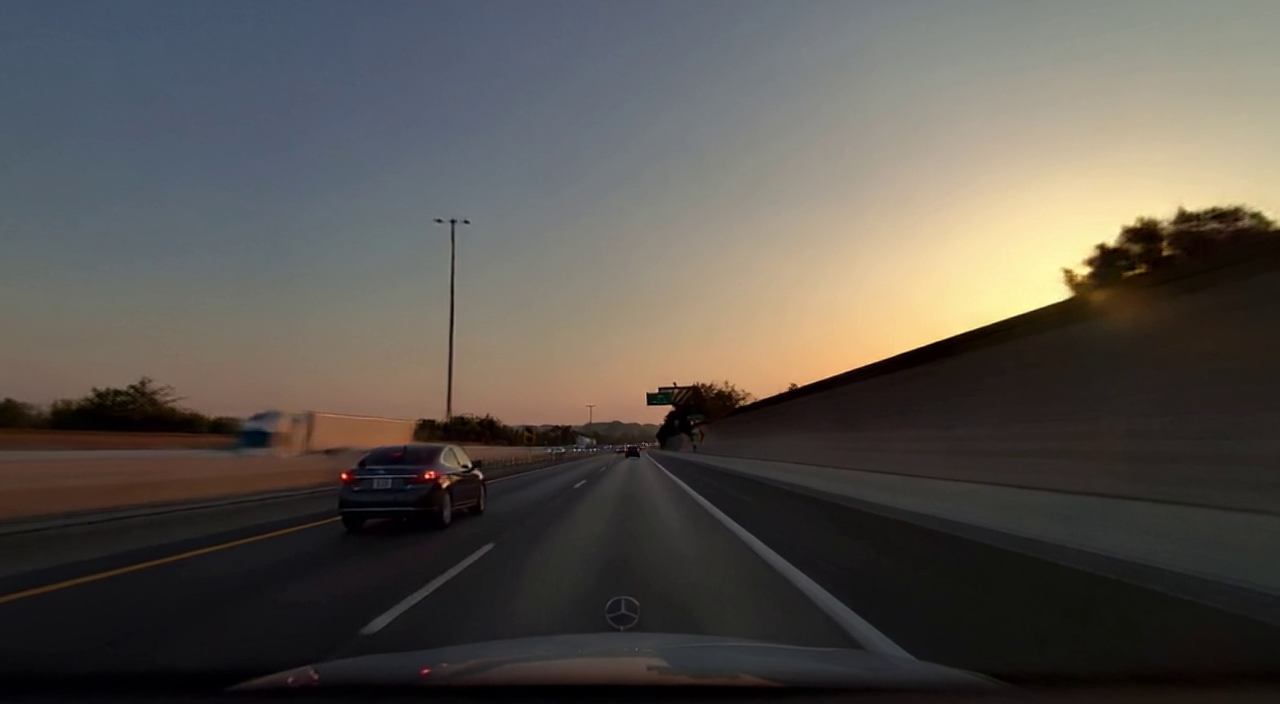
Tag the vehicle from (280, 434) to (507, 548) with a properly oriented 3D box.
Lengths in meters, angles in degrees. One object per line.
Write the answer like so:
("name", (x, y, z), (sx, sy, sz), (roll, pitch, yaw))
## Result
("vehicle", (-3.919, 2.292, 11.099), (2.118, 1.562, 4.541), (0, -9, 1))
